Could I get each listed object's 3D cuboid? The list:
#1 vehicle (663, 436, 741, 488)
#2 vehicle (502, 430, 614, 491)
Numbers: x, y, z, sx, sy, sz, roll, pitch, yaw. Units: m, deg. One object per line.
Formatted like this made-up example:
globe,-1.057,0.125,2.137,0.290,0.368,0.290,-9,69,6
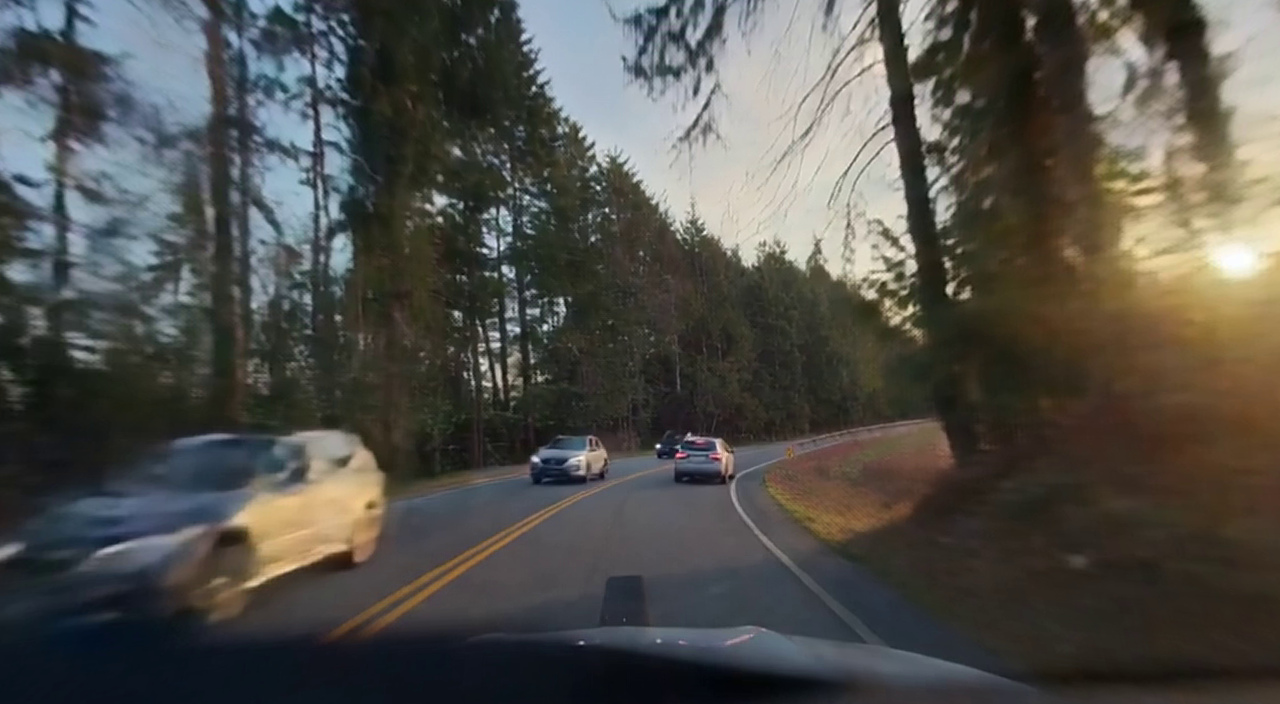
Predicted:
vehicle,2.224,3.674,21.509,2.274,1.583,4.349,-1,-8,10
vehicle,-2.522,3.479,20.674,2.347,1.757,4.359,-2,-8,11
